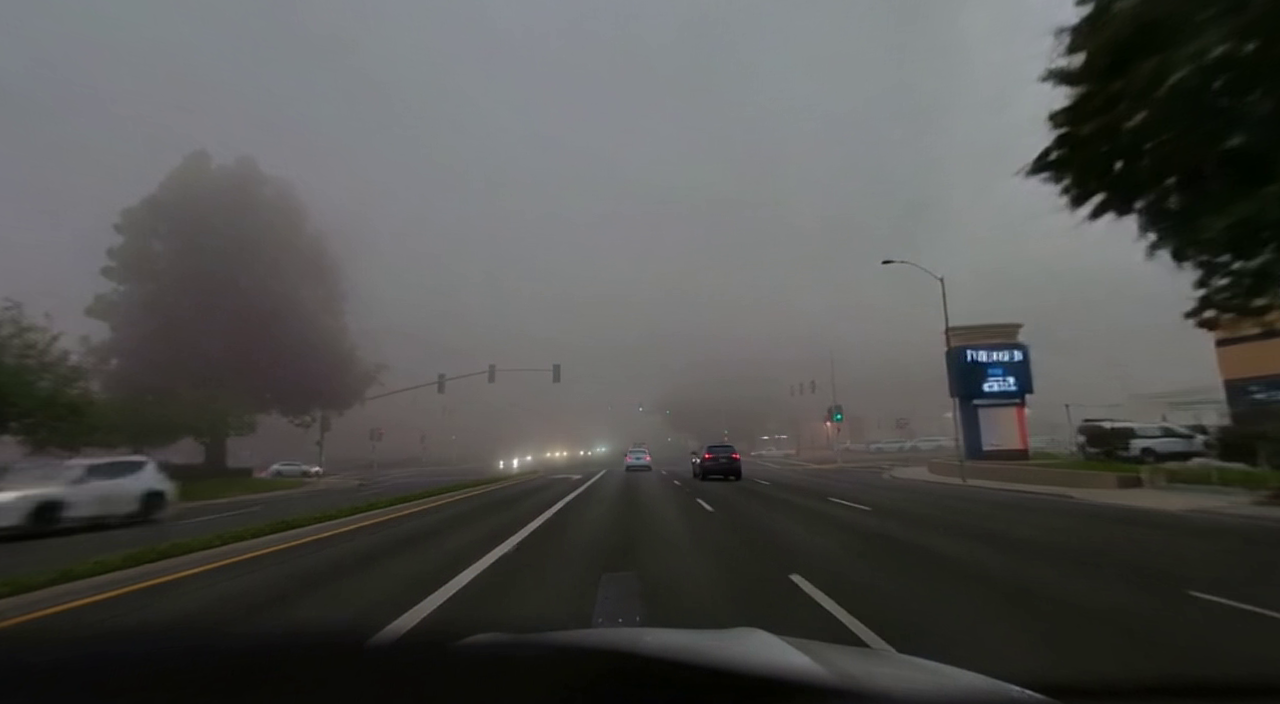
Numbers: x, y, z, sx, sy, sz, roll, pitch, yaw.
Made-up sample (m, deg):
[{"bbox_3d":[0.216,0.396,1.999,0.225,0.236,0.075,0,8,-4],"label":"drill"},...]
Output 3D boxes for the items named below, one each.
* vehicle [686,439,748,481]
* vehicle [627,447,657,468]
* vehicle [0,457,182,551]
[{"bbox_3d":[3.273,4.691,27.641,2.022,1.643,4.326,0,-9,-2],"label":"vehicle"},{"bbox_3d":[0.090,7.849,47.249,2.135,1.468,4.076,0,-9,-1],"label":"vehicle"},{"bbox_3d":[-11.798,2.964,12.912,1.886,1.524,4.027,0,-9,-1],"label":"vehicle"}]
